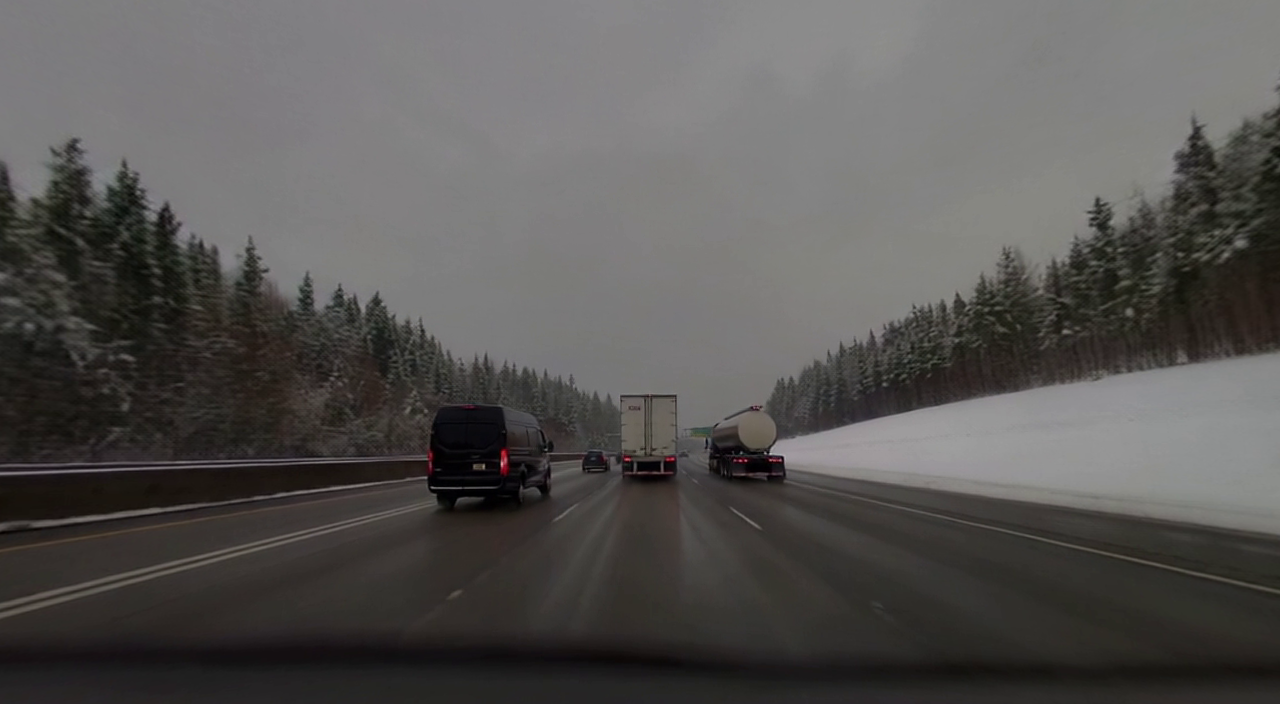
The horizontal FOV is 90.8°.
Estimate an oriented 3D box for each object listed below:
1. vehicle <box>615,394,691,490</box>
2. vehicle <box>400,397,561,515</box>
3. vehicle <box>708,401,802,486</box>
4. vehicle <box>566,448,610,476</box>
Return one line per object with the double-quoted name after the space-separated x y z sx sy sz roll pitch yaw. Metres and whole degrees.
0.286 4.004 27.579 2.773 3.455 9.118 0 -9 -2 "vehicle"
-3.898 2.776 17.040 2.525 2.572 6.260 0 -9 2 "vehicle"
5.357 4.668 31.867 2.706 3.500 11.483 0 -9 1 "vehicle"
-3.175 6.799 39.162 2.134 1.652 4.439 -1 -9 3 "vehicle"
